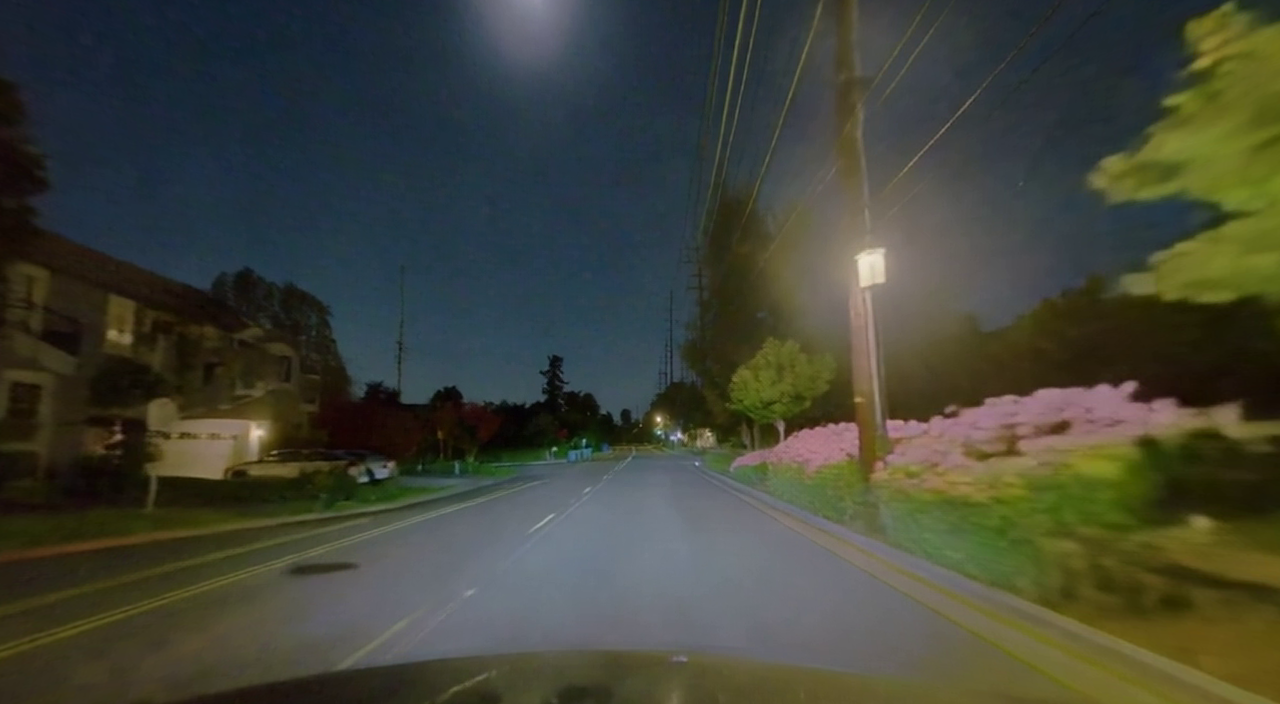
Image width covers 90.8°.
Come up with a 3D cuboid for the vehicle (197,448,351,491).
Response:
[{"bbox_3d":[-14.050,4.528,24.522,4.554,1.535,2.261,0,-9,-3],"label":"vehicle"}]
